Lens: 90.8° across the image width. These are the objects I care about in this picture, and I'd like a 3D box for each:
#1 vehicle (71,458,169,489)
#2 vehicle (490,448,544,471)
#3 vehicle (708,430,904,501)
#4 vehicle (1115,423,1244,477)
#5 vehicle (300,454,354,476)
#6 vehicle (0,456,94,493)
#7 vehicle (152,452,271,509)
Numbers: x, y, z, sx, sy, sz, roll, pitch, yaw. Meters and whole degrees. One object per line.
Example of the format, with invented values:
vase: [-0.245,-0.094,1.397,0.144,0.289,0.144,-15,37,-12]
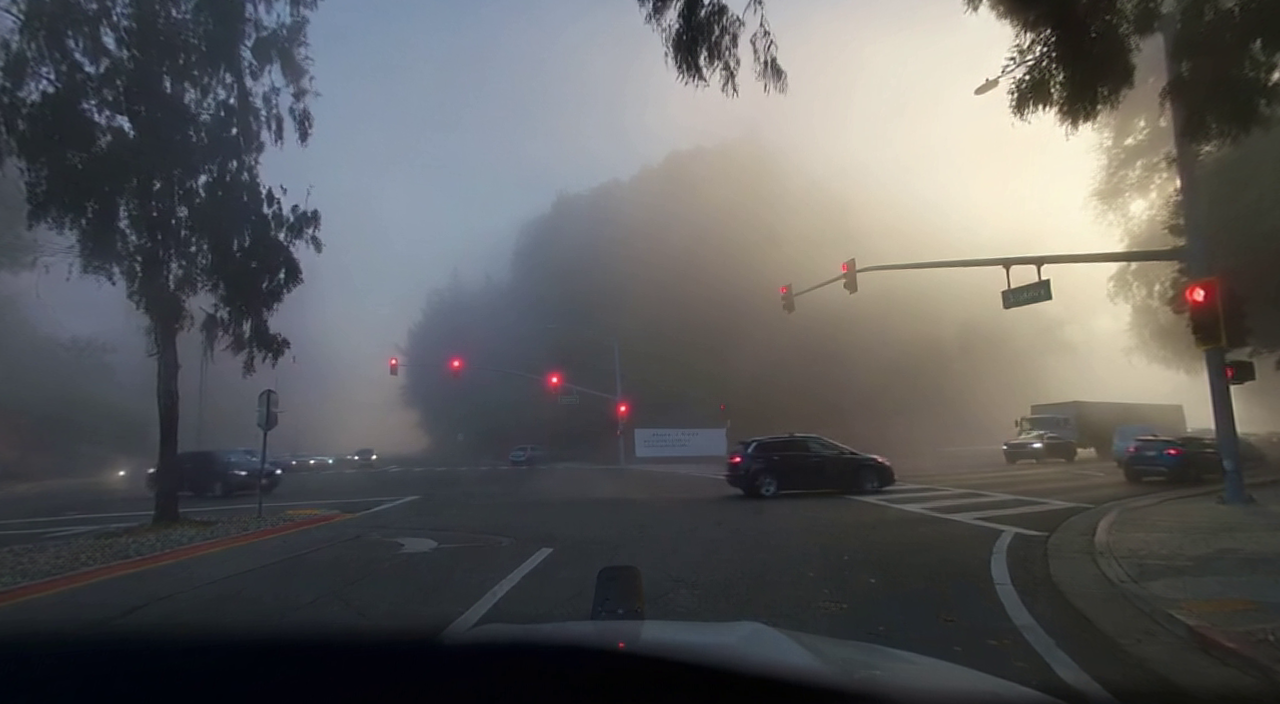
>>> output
vehicle: [-28.379,6.622,34.692,1.965,1.448,4.553,1,-9,-8]
vehicle: [-8.474,7.416,43.968,1.989,1.496,4.211,-3,-9,15]
vehicle: [3.997,2.802,15.766,4.281,1.621,1.903,0,-9,-3]
vehicle: [19.601,3.549,22.909,4.619,1.759,2.101,5,-10,-32]
vehicle: [-22.515,8.140,45.671,1.999,1.468,4.702,1,-9,-8]
vehicle: [-31.188,6.260,32.652,2.142,1.723,4.692,1,-9,-9]
vehicle: [-13.185,3.827,19.305,4.728,1.471,1.957,-8,-12,43]
